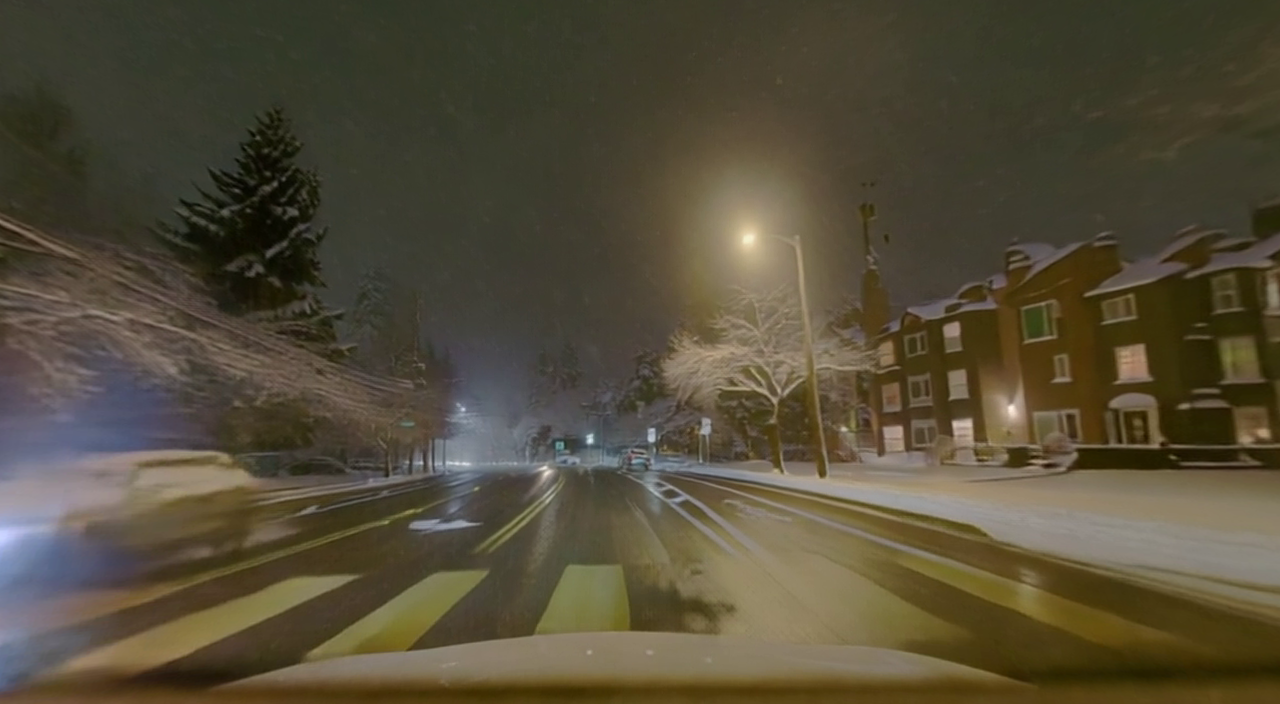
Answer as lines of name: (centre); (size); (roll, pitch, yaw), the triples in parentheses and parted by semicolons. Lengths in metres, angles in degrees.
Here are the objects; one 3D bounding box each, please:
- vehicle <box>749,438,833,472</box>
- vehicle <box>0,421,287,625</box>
vehicle: (9.694, 6.646, 40.740); (4.697, 1.861, 2.126); (1, -12, -16)
vehicle: (-6.862, 1.867, 7.867); (2.247, 1.801, 4.672); (0, -9, -1)
